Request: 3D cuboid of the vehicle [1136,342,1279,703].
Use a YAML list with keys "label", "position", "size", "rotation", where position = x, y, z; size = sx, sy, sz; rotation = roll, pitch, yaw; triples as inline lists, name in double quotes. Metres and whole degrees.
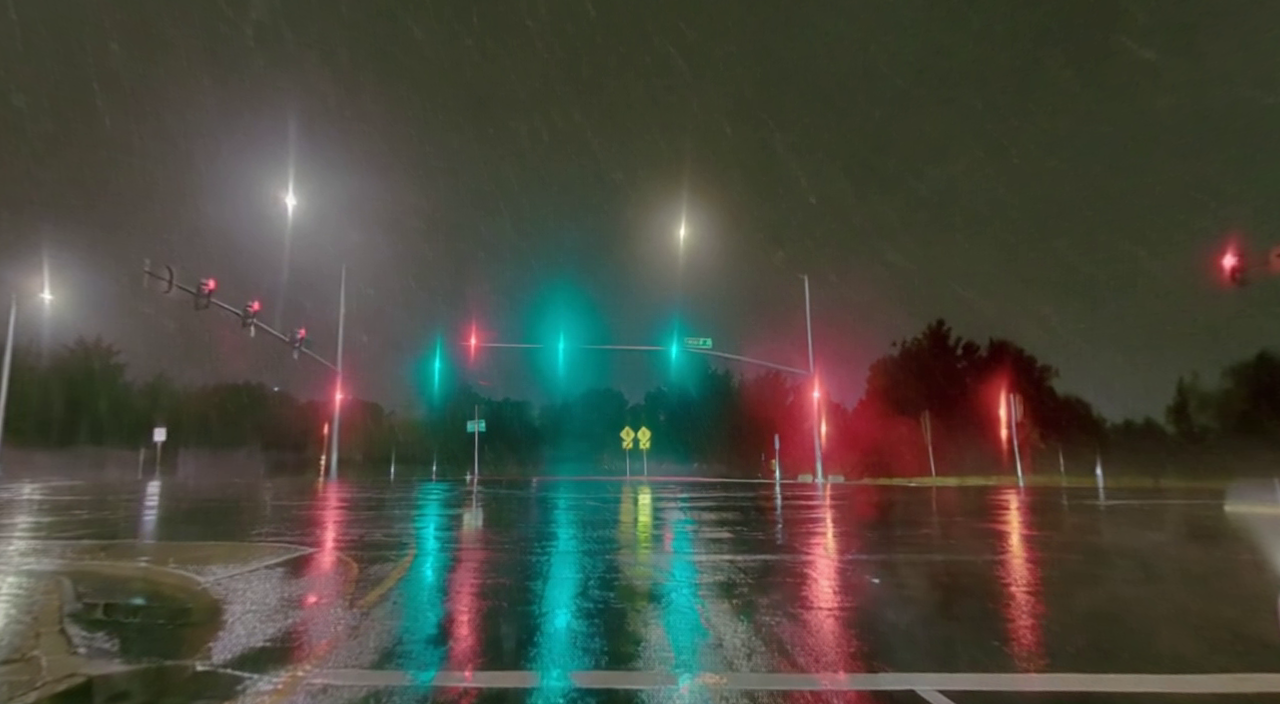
- label: "vehicle"
  position: [3.052, 0.560, 0.503]
  size: [1.938, 1.648, 4.211]
  rotation: [-1, -8, 2]
